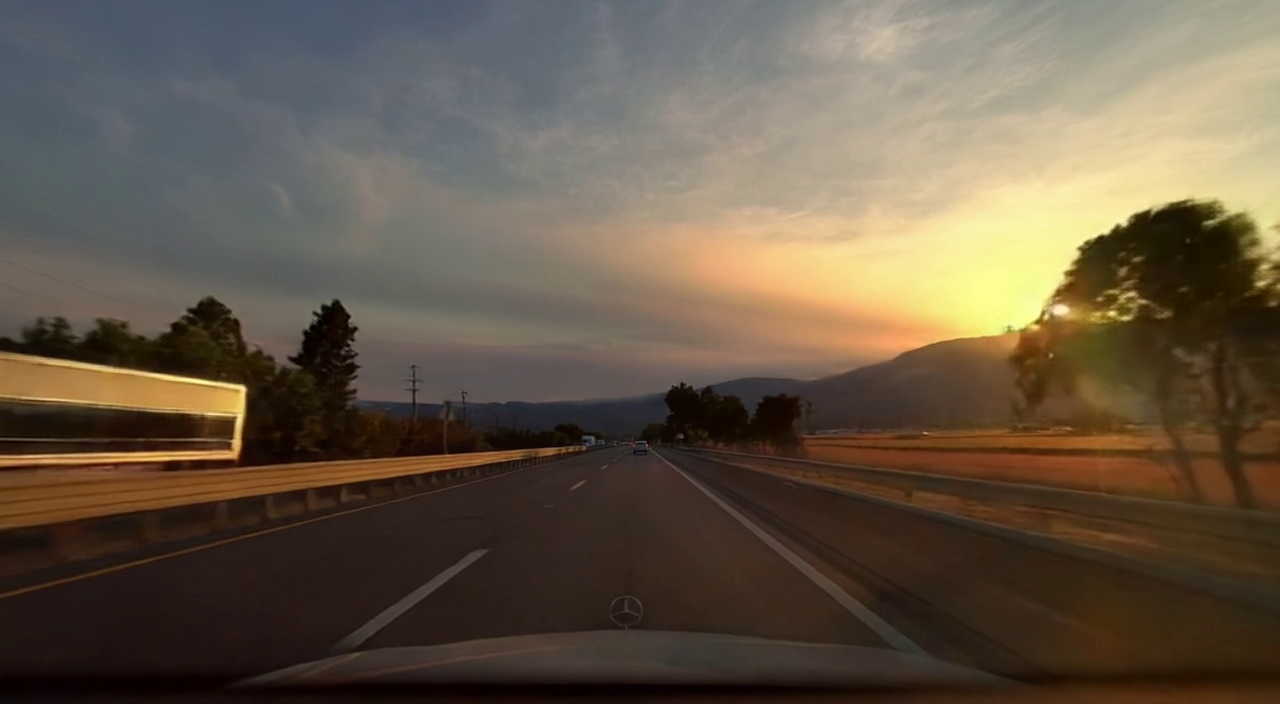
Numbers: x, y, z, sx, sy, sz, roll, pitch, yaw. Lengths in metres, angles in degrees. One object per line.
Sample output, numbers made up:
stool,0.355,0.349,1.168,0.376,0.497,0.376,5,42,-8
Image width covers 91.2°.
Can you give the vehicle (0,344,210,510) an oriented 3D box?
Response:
vehicle,-16.986,1.841,15.327,3.046,3.954,13.985,0,-8,0
